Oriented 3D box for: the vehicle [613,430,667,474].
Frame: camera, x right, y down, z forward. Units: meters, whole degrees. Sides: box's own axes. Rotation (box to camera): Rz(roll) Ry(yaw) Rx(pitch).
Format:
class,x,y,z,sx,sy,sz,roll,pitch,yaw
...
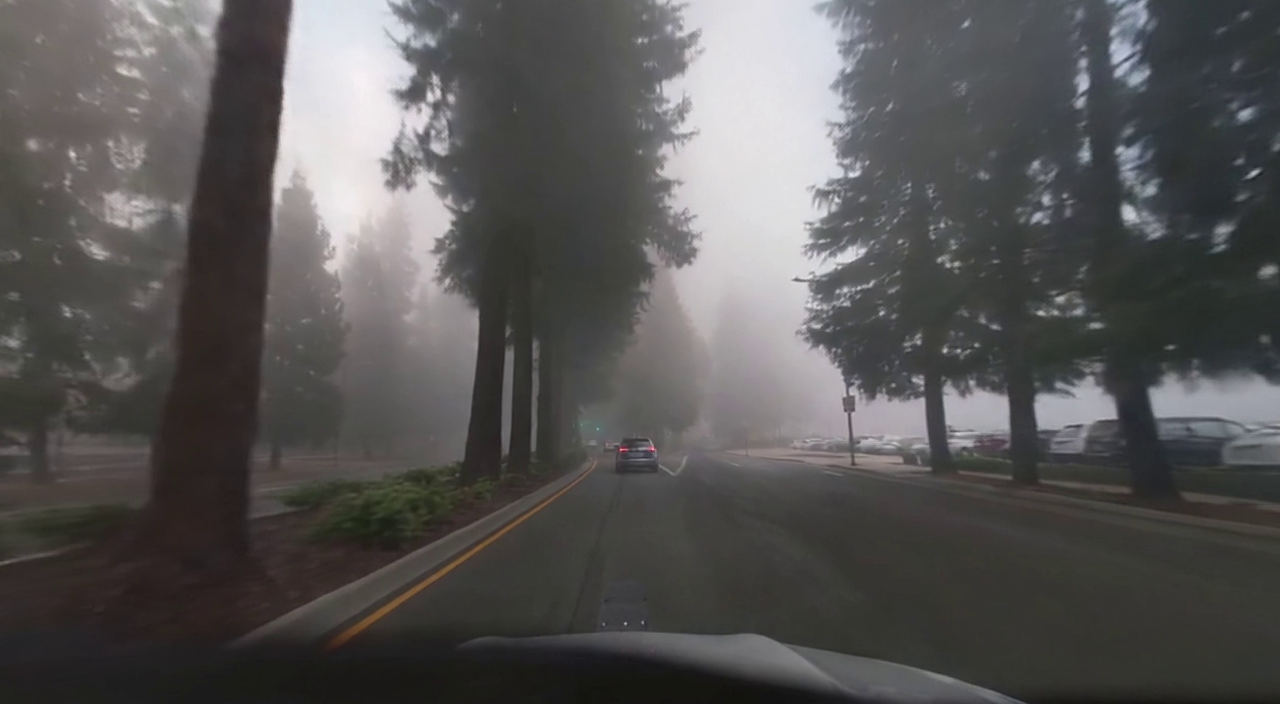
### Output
class,x,y,z,sx,sy,sz,roll,pitch,yaw
vehicle,-0.063,4.259,26.973,2.135,1.691,3.884,0,-9,-2
